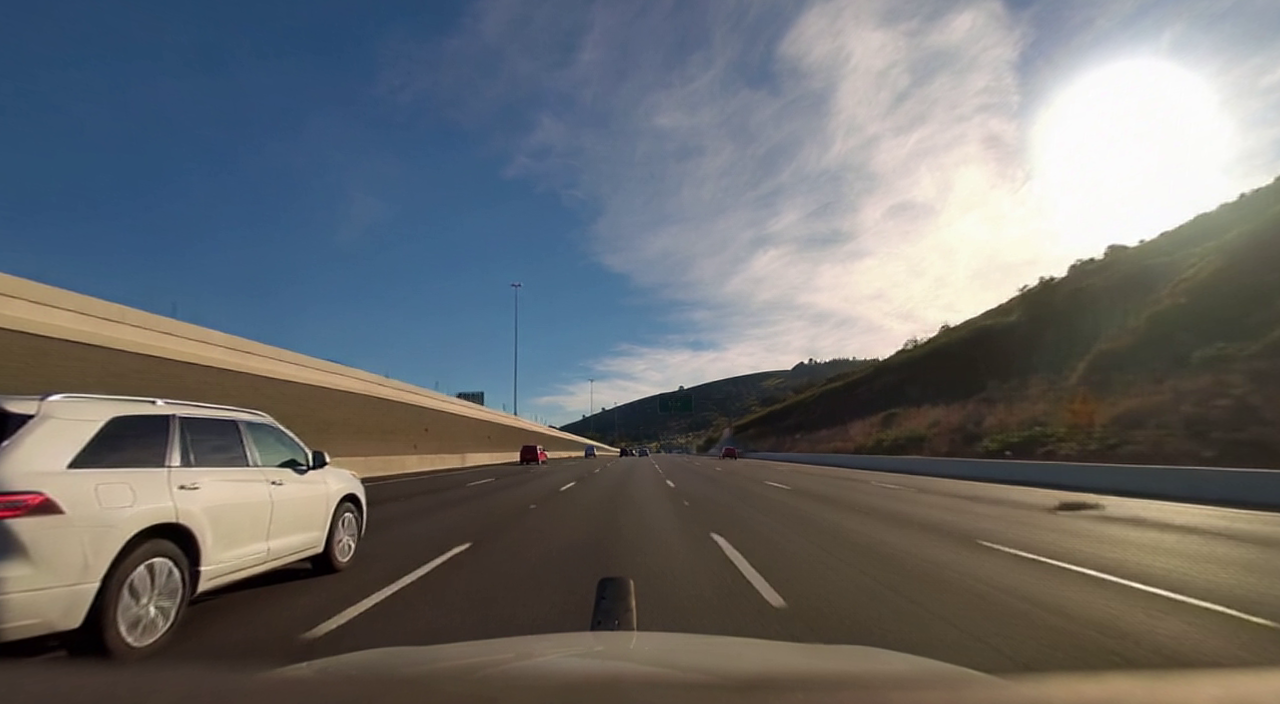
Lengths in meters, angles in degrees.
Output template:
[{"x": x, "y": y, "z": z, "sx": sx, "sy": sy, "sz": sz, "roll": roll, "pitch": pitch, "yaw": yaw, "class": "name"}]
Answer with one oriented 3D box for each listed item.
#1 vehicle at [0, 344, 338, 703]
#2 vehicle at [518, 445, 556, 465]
[{"x": -3.653, "y": 0.912, "z": 3.084, "sx": 2.047, "sy": 1.715, "sz": 4.689, "roll": 0, "pitch": -9, "yaw": -1, "class": "vehicle"}, {"x": -7.737, "y": 7.776, "z": 47.847, "sx": 2.054, "sy": 1.474, "sz": 4.450, "roll": 0, "pitch": -9, "yaw": 1, "class": "vehicle"}]
